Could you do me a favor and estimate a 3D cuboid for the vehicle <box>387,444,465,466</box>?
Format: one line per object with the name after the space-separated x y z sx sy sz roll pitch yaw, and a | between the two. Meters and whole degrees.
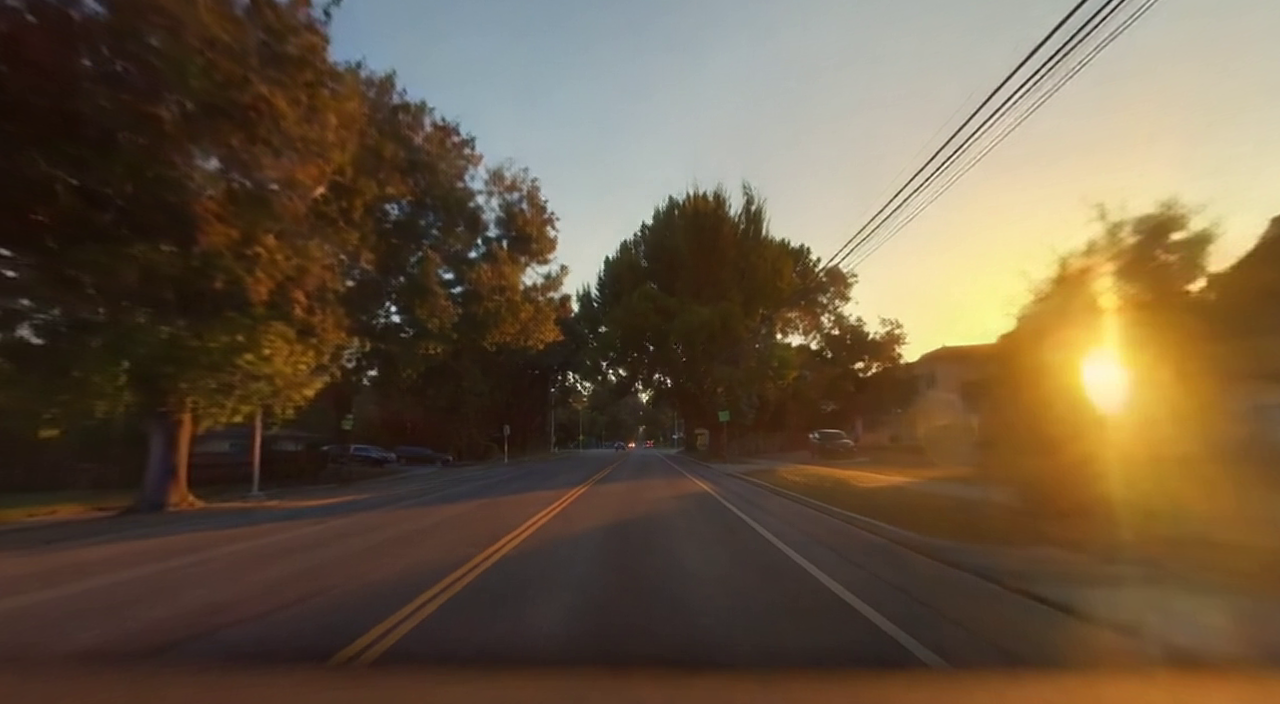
-15.072 7.275 44.604 4.787 1.474 1.967 -1 -8 3 | vehicle

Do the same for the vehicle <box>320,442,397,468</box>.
-18.900 6.923 42.449 4.233 1.623 1.943 0 -8 1 | vehicle

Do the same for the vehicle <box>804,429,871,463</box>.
9.776 4.716 31.572 1.805 1.571 4.467 0 -9 -2 | vehicle
